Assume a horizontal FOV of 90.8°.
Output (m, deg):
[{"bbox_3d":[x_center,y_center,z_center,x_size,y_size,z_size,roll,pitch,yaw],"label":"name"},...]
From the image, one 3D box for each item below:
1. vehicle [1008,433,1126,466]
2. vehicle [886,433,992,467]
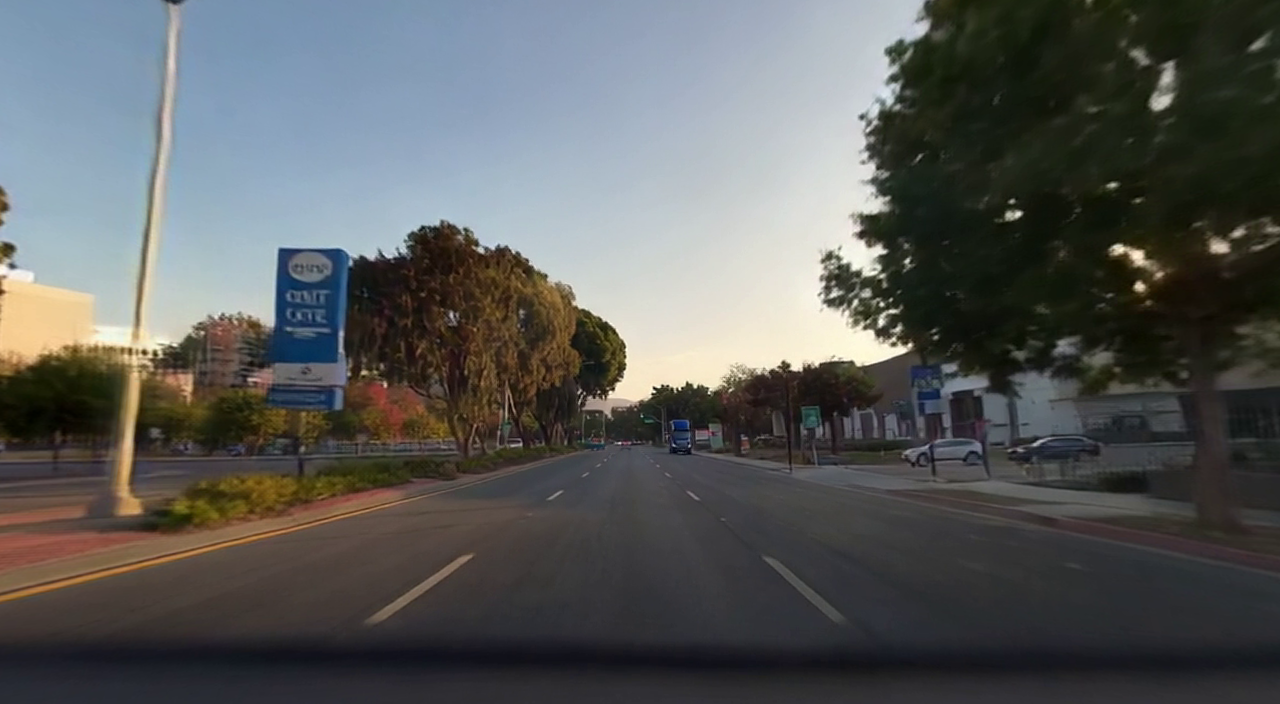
[{"bbox_3d":[21.111,4.824,31.379,4.416,1.561,1.876,0,-8,0],"label":"vehicle"},{"bbox_3d":[14.705,4.868,31.274,4.296,1.596,1.807,0,-8,0],"label":"vehicle"}]
